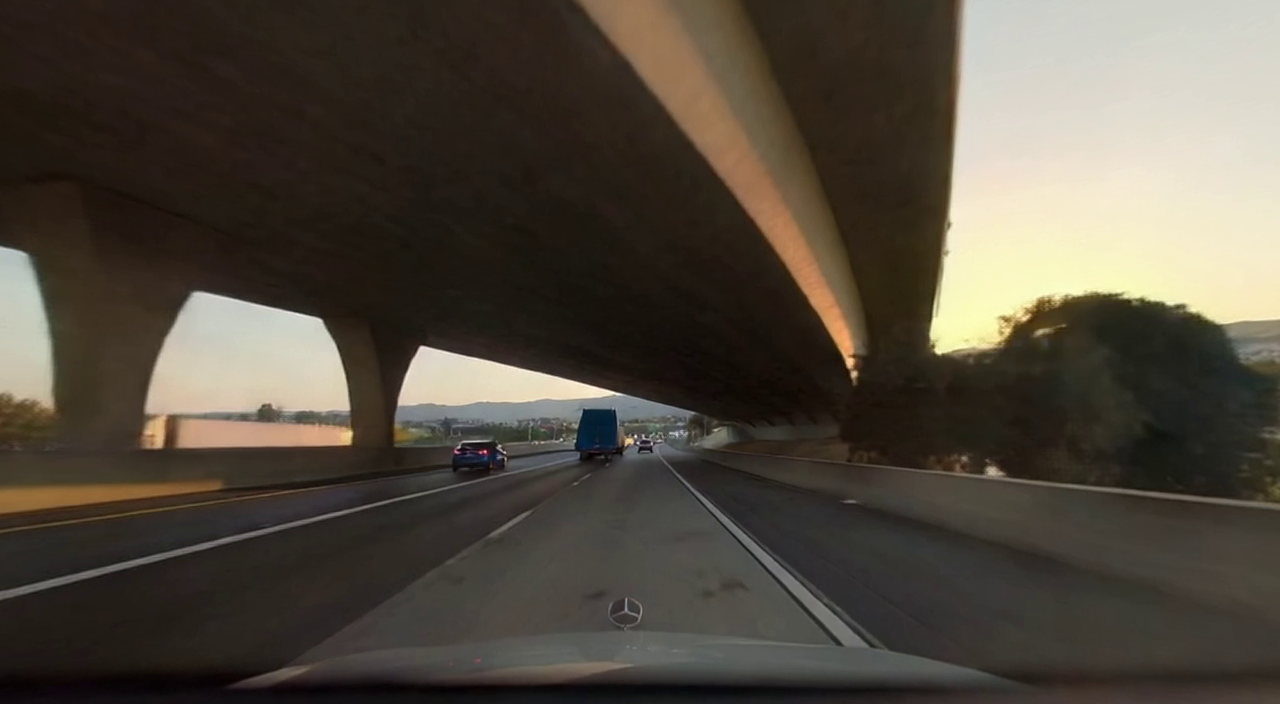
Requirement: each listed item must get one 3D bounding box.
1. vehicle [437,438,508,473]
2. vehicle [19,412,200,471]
[{"bbox_3d":[-7.640,4.745,29.128,1.901,1.467,4.629,0,-8,1],"label":"vehicle"},{"bbox_3d":[-32.599,5.621,39.381,2.885,3.192,9.464,0,-8,1],"label":"vehicle"}]
